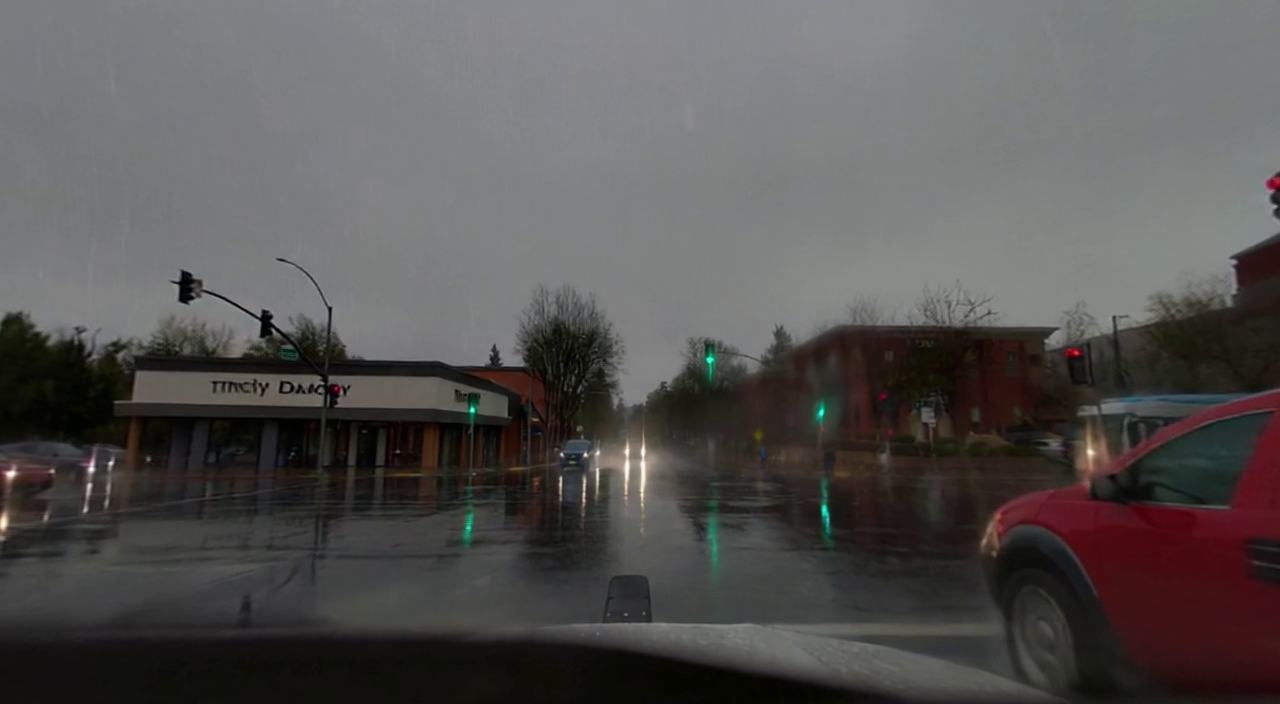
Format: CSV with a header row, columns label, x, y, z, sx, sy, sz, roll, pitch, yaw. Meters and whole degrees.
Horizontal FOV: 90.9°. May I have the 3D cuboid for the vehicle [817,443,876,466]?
label,x,y,z,sx,sy,sz,roll,pitch,yaw
vehicle,15.084,7.473,46.247,1.924,1.579,4.084,3,-9,-20

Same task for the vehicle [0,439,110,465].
label,x,y,z,sx,sy,sz,roll,pitch,yaw
vehicle,-36.500,6.215,39.428,4.671,1.543,1.846,4,-9,-27

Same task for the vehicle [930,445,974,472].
label,x,y,z,sx,sy,sz,roll,pitch,yaw
vehicle,18.281,6.220,37.046,1.791,1.520,3.649,-3,-9,19

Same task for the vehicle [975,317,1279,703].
label,x,y,z,sx,sy,sz,roll,pitch,yaw
vehicle,2.868,0.656,1.041,2.048,1.725,4.754,0,-8,1

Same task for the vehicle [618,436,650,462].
label,x,y,z,sx,sy,sz,roll,pitch,yaw
vehicle,-0.551,7.639,49.772,2.390,1.948,5.344,0,-8,-2

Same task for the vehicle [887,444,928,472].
label,x,y,z,sx,sy,sz,roll,pitch,yaw
vehicle,15.855,6.262,37.527,1.875,1.543,3.853,-3,-9,19

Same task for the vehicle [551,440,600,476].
label,x,y,z,sx,sy,sz,roll,pitch,yaw
vehicle,-3.141,5.245,31.453,1.961,1.658,4.064,0,-8,1
